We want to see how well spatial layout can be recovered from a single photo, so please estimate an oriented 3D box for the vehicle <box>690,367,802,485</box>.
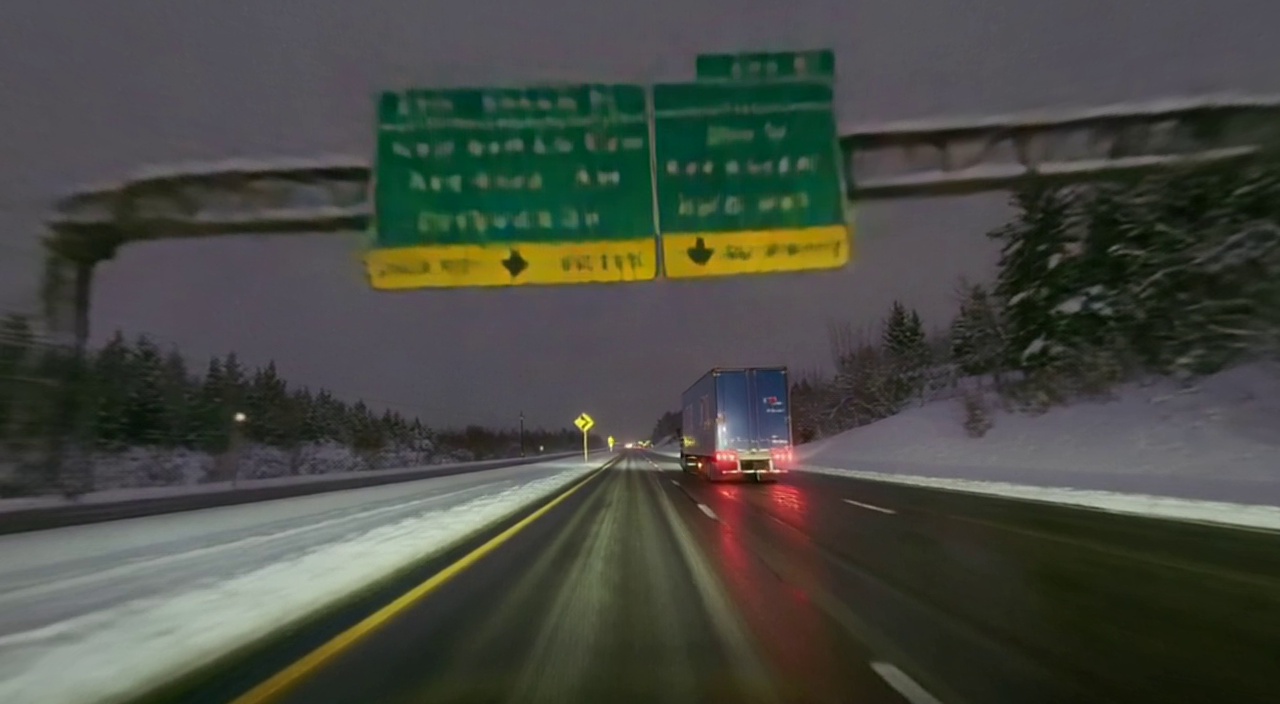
[{"bbox_3d":[3.963,3.158,25.811,2.879,4.075,8.126,0,-9,-2],"label":"vehicle"}]
